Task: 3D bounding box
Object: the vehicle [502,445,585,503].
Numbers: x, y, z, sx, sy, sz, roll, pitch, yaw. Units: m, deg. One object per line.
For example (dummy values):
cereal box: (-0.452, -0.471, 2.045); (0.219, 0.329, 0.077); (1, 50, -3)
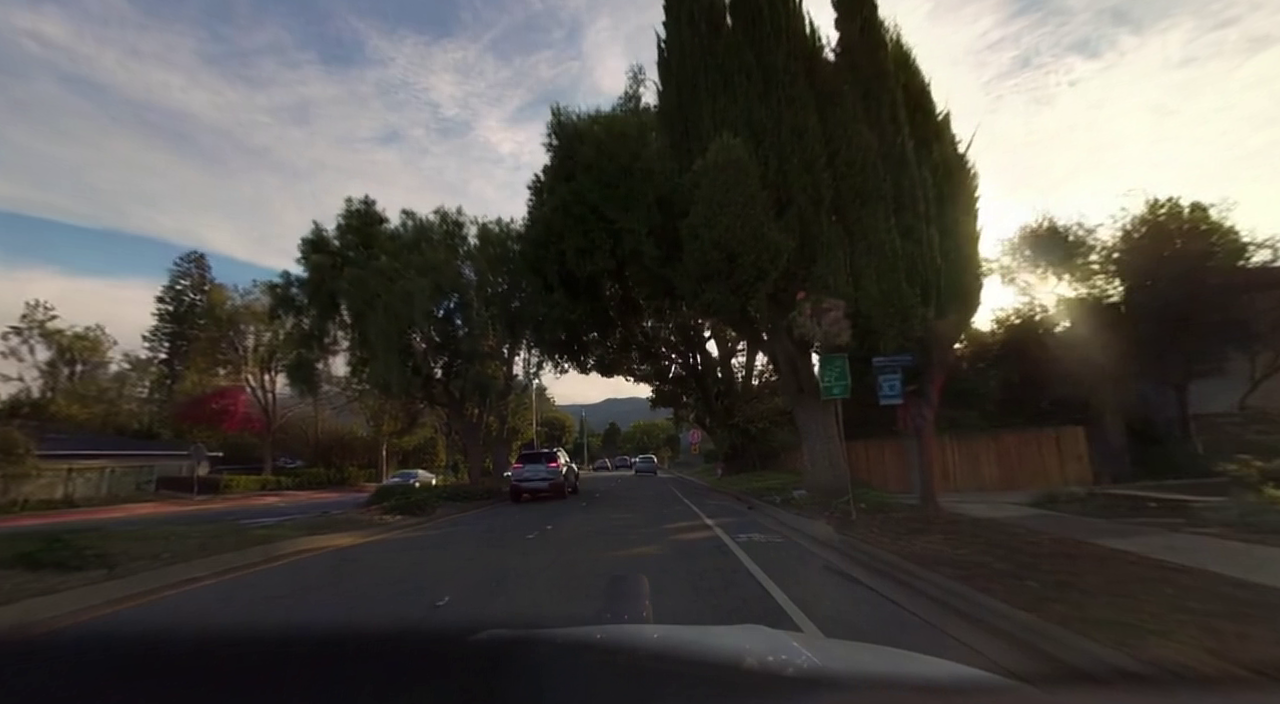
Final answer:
vehicle: (-3.150, 4.078, 21.576); (2.073, 1.770, 4.302); (0, -8, 1)
